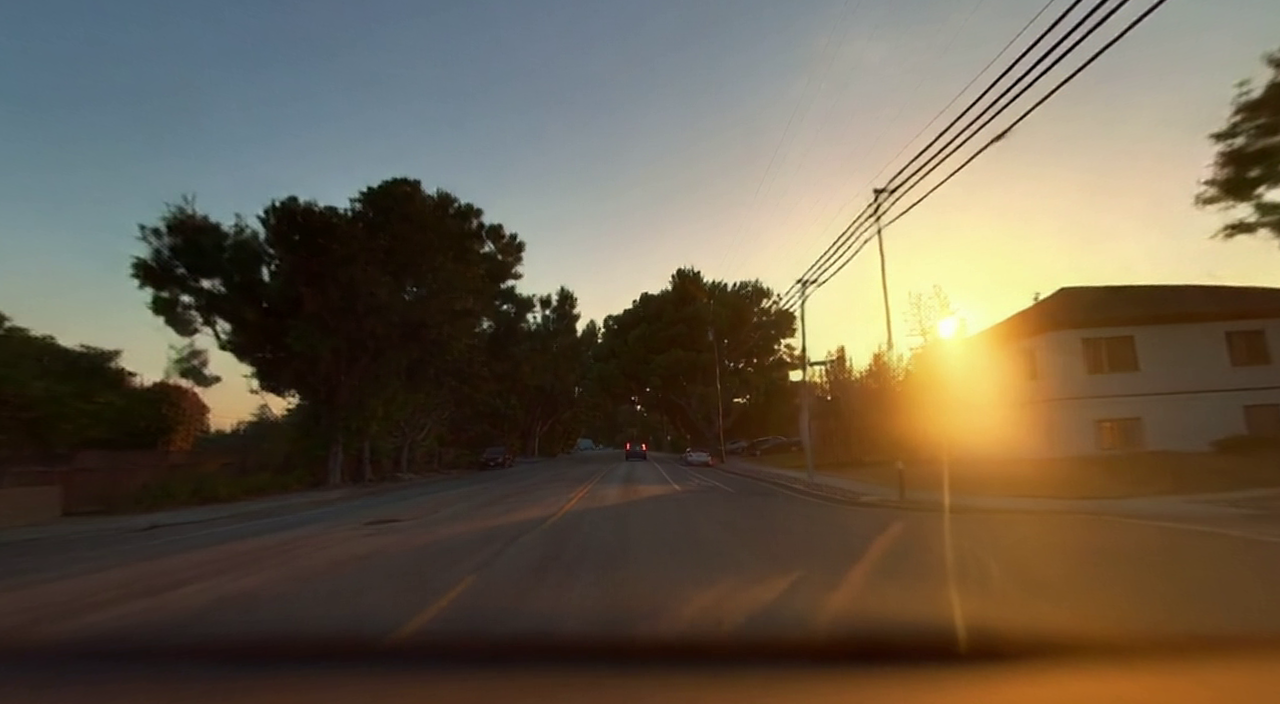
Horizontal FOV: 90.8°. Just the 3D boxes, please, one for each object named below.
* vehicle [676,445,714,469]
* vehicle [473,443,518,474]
[{"bbox_3d":[3.761,7.313,44.130,2.167,1.535,4.464,0,-8,-1],"label":"vehicle"},{"bbox_3d":[-11.124,8.169,48.905,2.111,2.050,5.328,-6,-8,0],"label":"vehicle"}]
